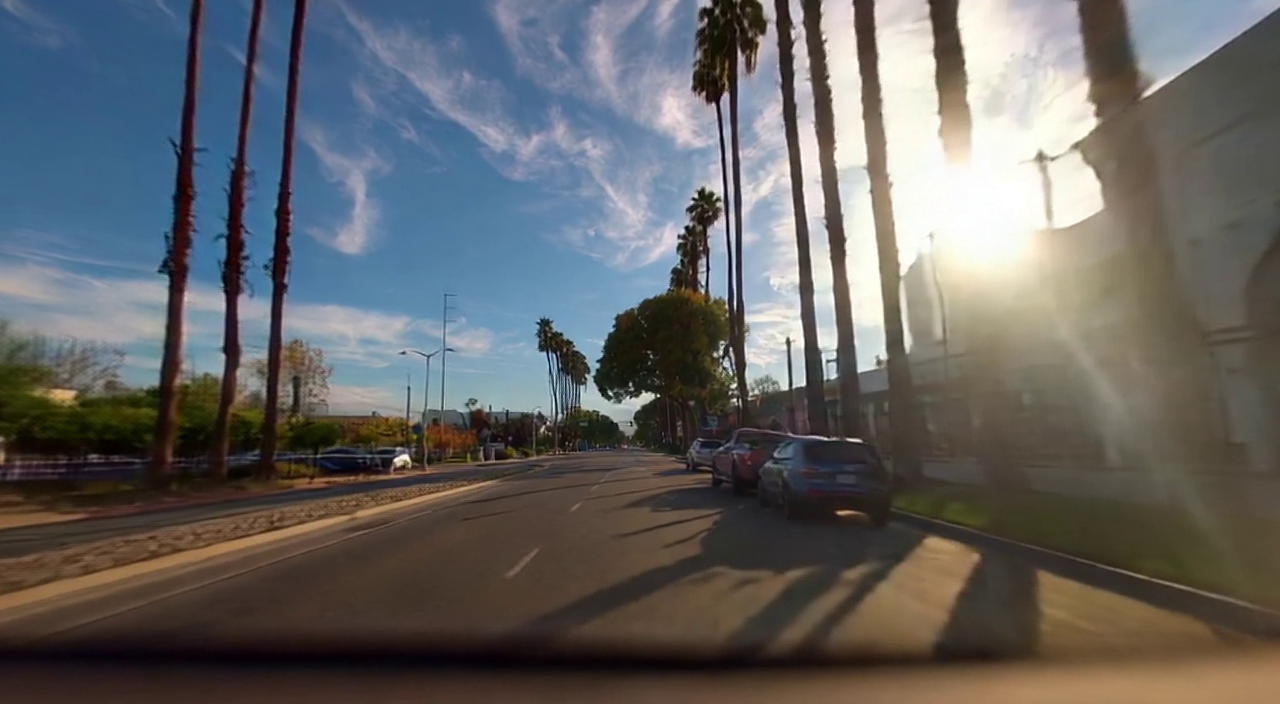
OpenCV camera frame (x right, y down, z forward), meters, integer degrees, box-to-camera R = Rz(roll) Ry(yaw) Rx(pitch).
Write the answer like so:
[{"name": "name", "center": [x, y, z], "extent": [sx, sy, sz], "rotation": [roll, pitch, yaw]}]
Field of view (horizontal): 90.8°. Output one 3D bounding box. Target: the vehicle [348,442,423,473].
[{"name": "vehicle", "center": [-19.484, 8.003, 48.178], "extent": [6.167, 2.125, 2.526], "rotation": [-7, -10, 38]}]

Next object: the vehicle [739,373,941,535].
[{"name": "vehicle", "center": [3.606, 2.020, 12.872], "extent": [2.221, 2.552, 5.594], "rotation": [0, -9, 0]}]

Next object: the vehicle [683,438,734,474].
[{"name": "vehicle", "center": [3.586, 5.529, 33.745], "extent": [2.138, 1.743, 4.363], "rotation": [0, -9, -1]}]
